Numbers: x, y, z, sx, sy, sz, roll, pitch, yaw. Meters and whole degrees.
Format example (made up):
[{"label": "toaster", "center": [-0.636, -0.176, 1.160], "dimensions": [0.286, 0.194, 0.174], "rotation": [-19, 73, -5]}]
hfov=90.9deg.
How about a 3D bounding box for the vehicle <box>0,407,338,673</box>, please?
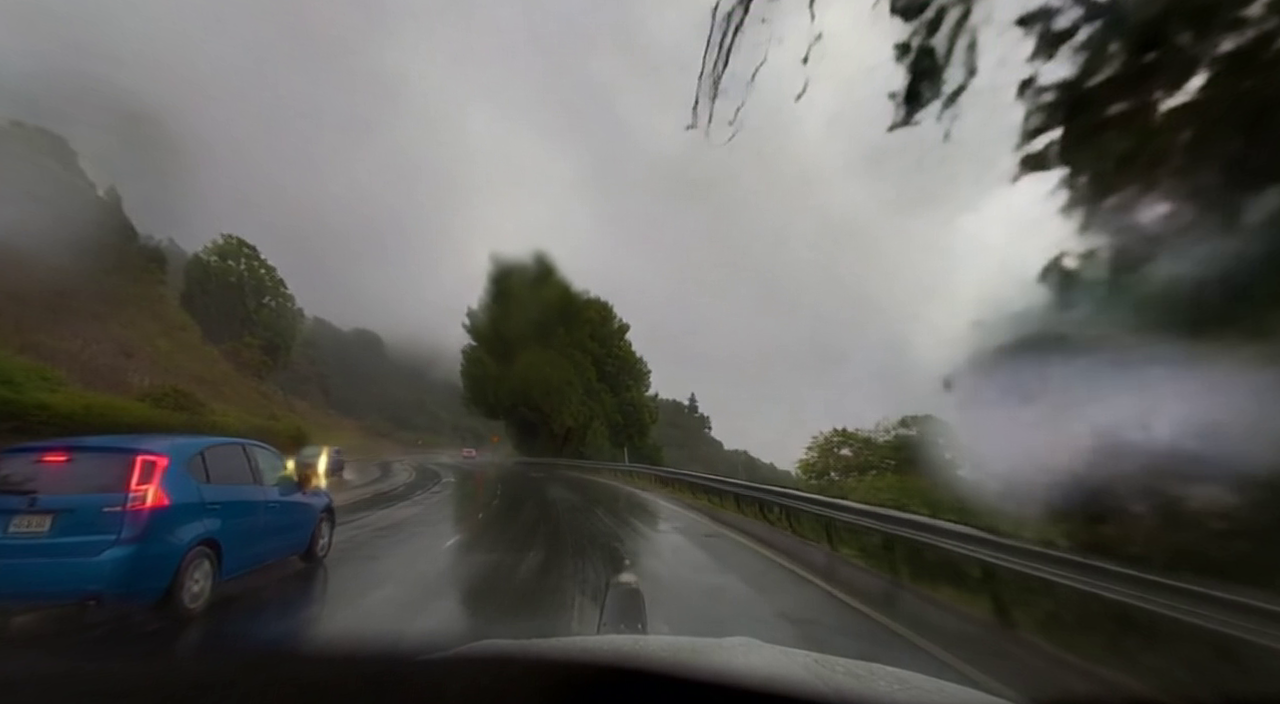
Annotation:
[{"label": "vehicle", "center": [-4.731, 1.461, 5.839], "dimensions": [2.078, 1.607, 3.959], "rotation": [0, -9, -4]}]
